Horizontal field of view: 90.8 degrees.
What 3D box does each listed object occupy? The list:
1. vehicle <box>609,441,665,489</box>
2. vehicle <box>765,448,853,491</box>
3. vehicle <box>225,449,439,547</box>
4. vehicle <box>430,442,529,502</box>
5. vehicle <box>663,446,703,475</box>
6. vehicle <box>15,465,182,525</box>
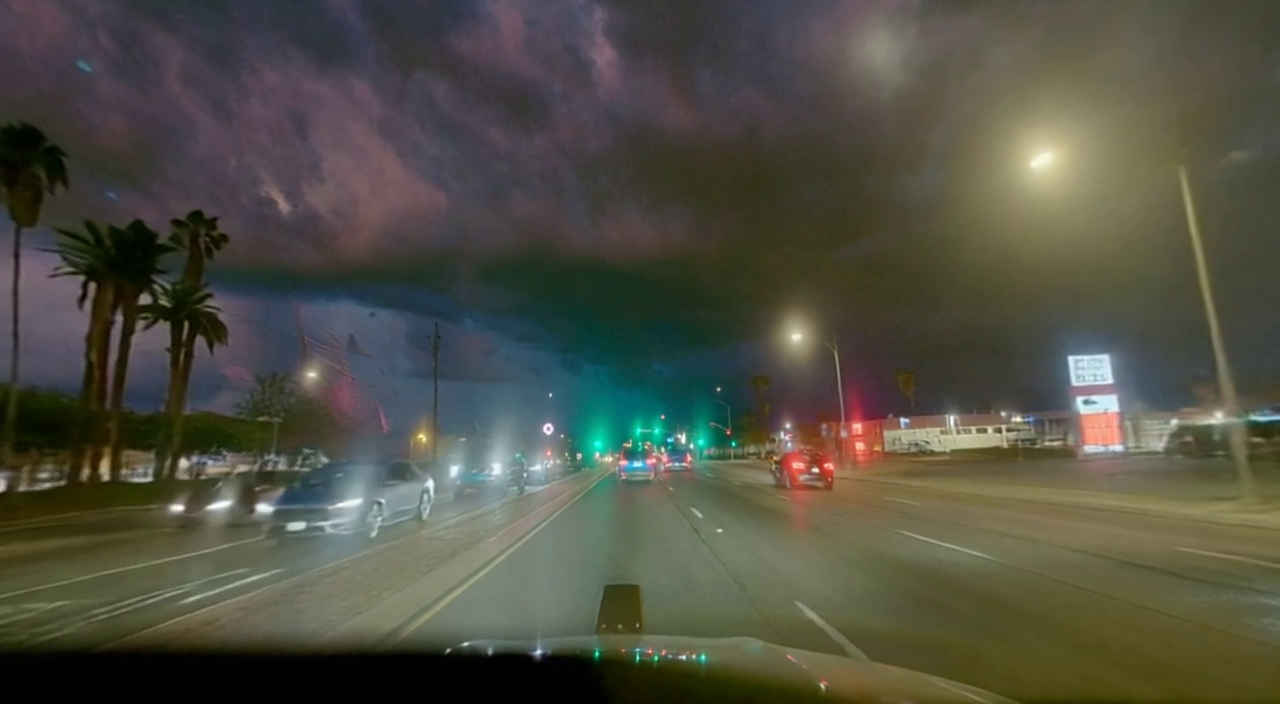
[{"bbox_3d":[-0.164,4.625,26.181,2.151,1.787,4.109,0,-9,-1],"label":"vehicle"},{"bbox_3d":[6.209,4.357,23.769,1.944,1.447,4.309,0,-9,-2],"label":"vehicle"},{"bbox_3d":[-5.643,2.671,12.351,2.017,1.463,4.384,-2,-9,0],"label":"vehicle"},{"bbox_3d":[-5.226,3.950,21.275,2.160,1.769,4.494,0,-9,0],"label":"vehicle"},{"bbox_3d":[2.681,6.913,40.386,2.112,1.710,4.234,0,-9,-1],"label":"vehicle"},{"bbox_3d":[-15.504,4.063,18.365,1.712,1.454,3.535,0,-9,-1],"label":"vehicle"}]
